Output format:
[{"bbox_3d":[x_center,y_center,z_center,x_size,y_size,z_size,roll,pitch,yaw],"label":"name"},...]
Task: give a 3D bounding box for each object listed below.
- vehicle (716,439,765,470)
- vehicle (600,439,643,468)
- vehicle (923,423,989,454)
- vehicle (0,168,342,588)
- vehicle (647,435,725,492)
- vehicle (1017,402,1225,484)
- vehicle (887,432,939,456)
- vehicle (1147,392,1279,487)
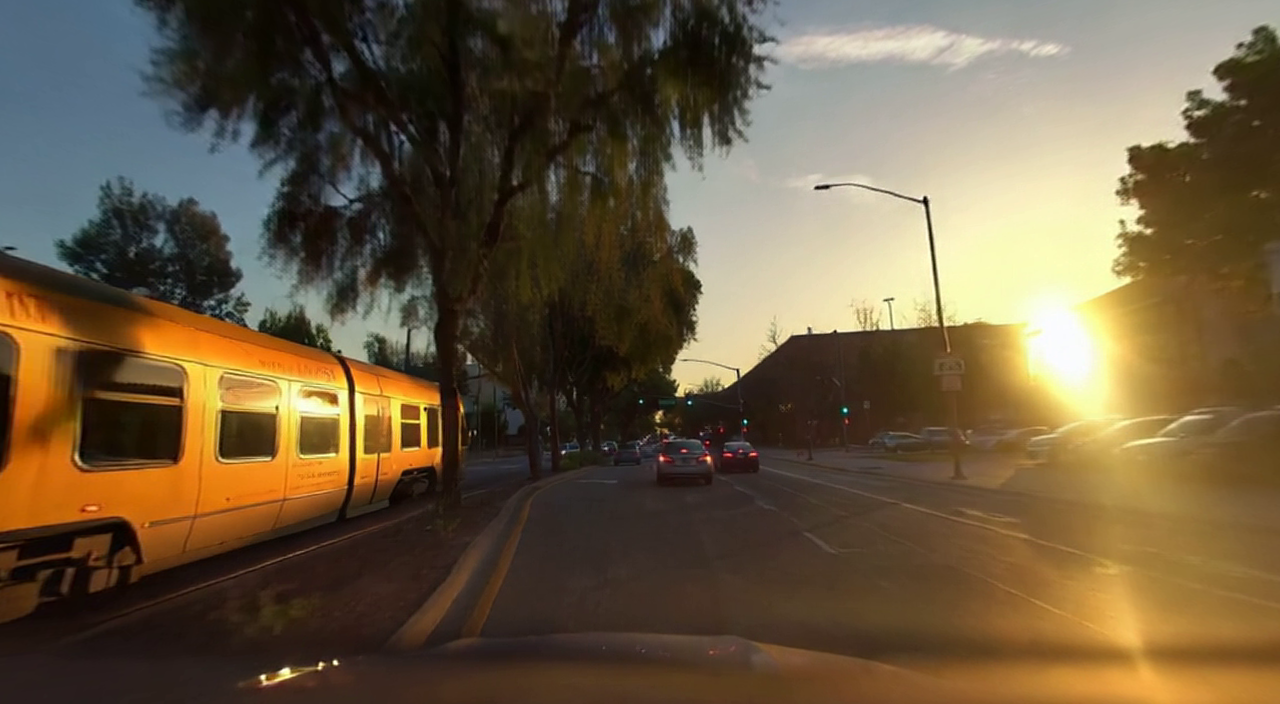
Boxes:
[{"bbox_3d":[5.125,5.278,32.760,1.944,1.447,4.392,0,-8,1],"label":"vehicle"},{"bbox_3d":[-0.985,5.653,35.361,2.118,1.478,4.076,0,-8,2],"label":"vehicle"},{"bbox_3d":[20.675,5.701,41.529,2.116,1.937,4.515,-1,-8,3],"label":"vehicle"},{"bbox_3d":[-7.160,0.121,4.707,2.897,3.700,13.528,0,-7,2],"label":"vehicle"},{"bbox_3d":[1.235,3.195,18.527,2.002,1.471,4.337,0,-8,2],"label":"vehicle"},{"bbox_3d":[14.441,2.729,19.596,2.221,2.116,5.535,-1,-6,2],"label":"vehicle"},{"bbox_3d":[18.142,6.127,42.165,1.831,1.545,3.872,0,-8,1],"label":"vehicle"},{"bbox_3d":[14.133,1.867,13.465,2.145,1.911,5.581,-1,-8,3],"label":"vehicle"}]
